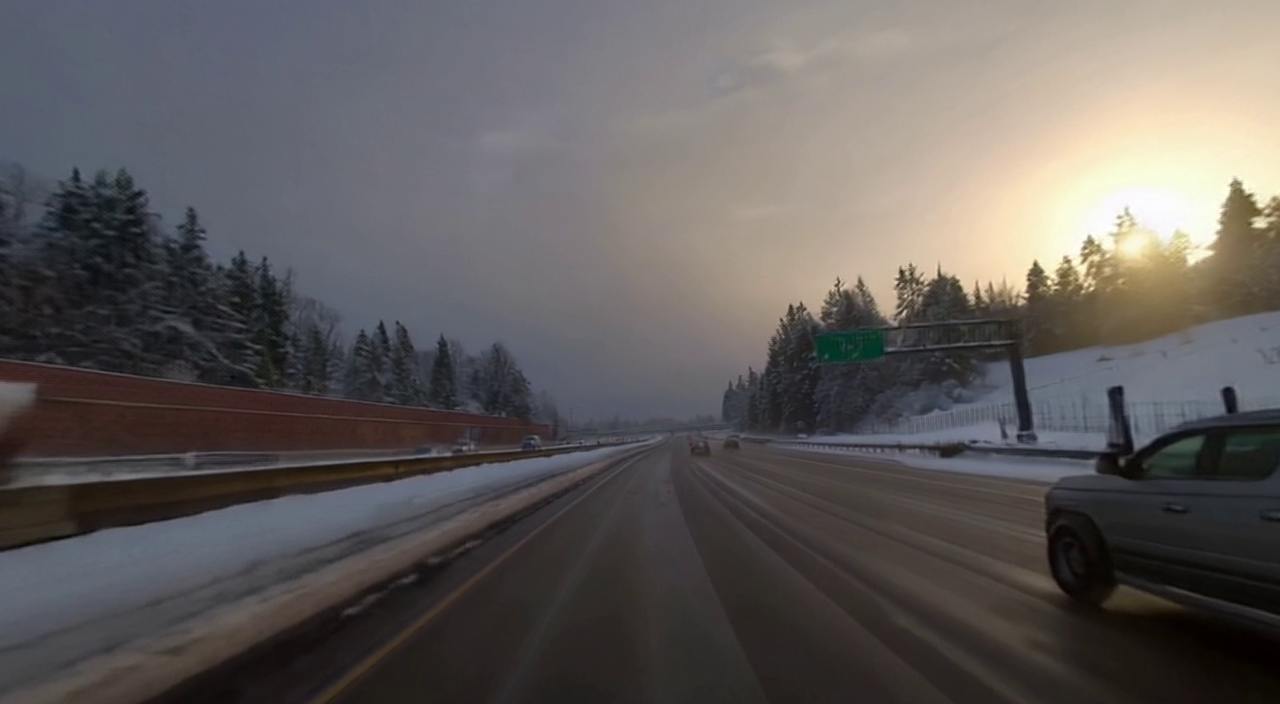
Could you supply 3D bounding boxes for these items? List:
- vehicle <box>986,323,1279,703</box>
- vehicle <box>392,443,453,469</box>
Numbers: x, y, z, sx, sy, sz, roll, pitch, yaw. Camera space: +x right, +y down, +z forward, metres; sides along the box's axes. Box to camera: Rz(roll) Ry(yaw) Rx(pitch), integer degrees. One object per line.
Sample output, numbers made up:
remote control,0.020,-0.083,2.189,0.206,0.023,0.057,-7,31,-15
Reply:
vehicle,3.874,0.761,2.676,2.190,1.783,4.637,0,-8,1
vehicle,-13.059,6.286,38.214,1.958,1.466,4.559,0,-8,1
